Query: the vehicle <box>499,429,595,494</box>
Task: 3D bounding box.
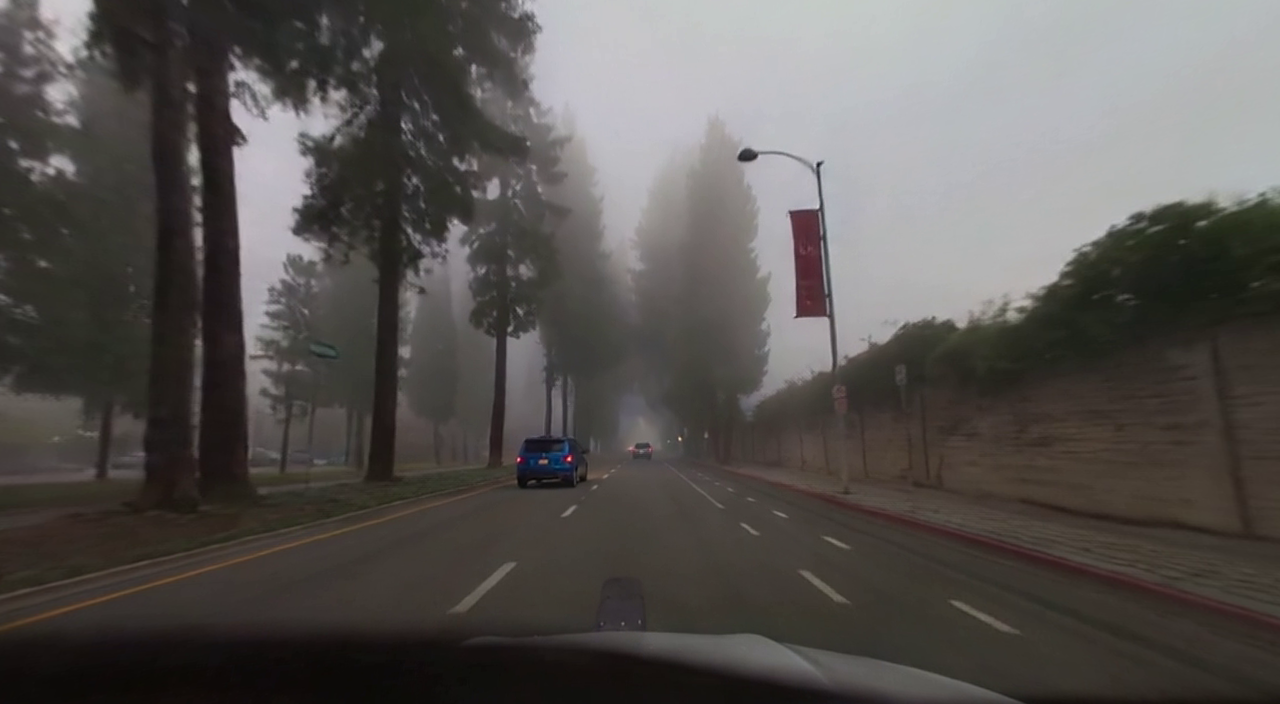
[{"bbox_3d":[-2.853,3.532,20.541,2.281,1.837,4.845,0,-9,1],"label":"vehicle"}]
